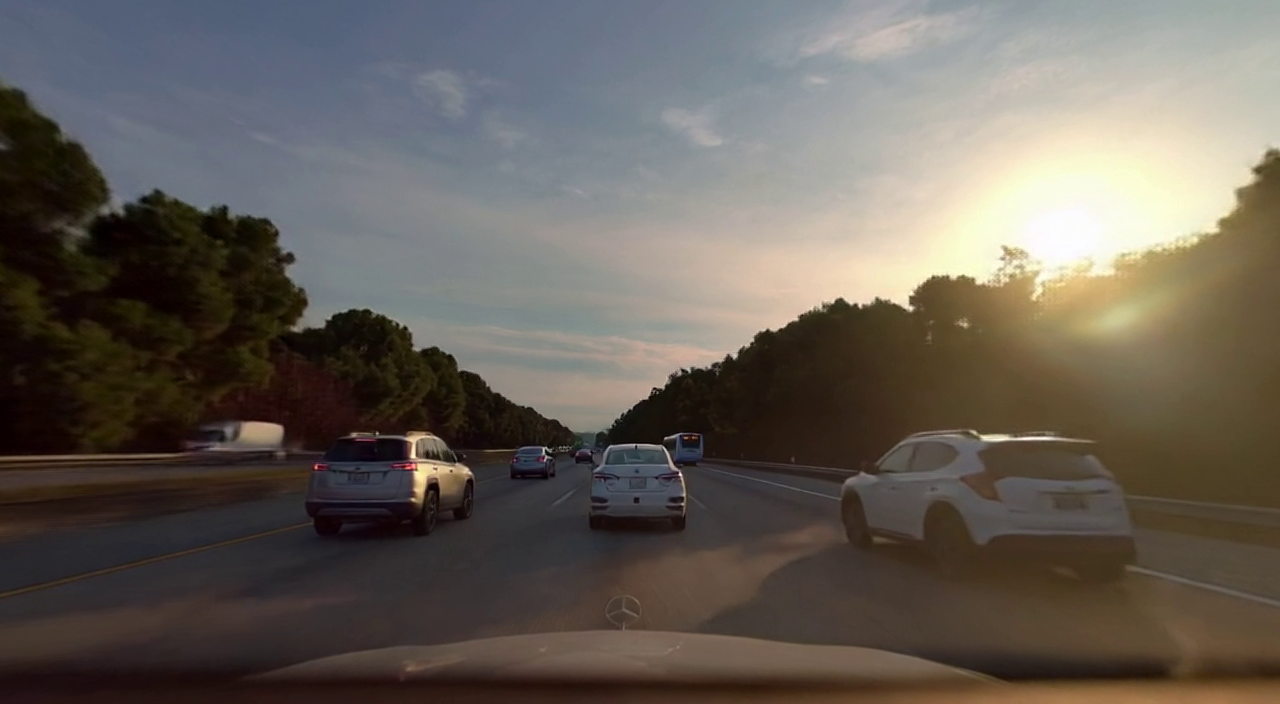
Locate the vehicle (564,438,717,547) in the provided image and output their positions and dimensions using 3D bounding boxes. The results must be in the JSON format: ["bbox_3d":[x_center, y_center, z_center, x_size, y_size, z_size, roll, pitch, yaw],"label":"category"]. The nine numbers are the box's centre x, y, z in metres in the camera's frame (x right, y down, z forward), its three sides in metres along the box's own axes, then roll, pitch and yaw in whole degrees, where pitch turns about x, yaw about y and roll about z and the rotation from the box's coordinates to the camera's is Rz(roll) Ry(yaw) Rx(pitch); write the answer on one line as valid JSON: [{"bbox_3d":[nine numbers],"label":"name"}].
[{"bbox_3d":[-0.058,2.279,10.893,2.120,1.478,4.179,0,-9,-2],"label":"vehicle"}]

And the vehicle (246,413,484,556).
[{"bbox_3d":[-3.835,1.916,9.725,1.830,1.703,4.142,0,-9,-1],"label":"vehicle"}]

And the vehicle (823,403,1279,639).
[{"bbox_3d":[3.649,1.544,6.731,1.996,1.688,4.207,0,-9,-2],"label":"vehicle"}]

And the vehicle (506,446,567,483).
[{"bbox_3d":[-4.484,4.932,27.888,2.122,1.491,3.800,0,-9,-1],"label":"vehicle"}]

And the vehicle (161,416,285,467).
[{"bbox_3d":[-17.351,3.805,26.586,2.088,1.974,4.664,0,-9,-2],"label":"vehicle"}]
